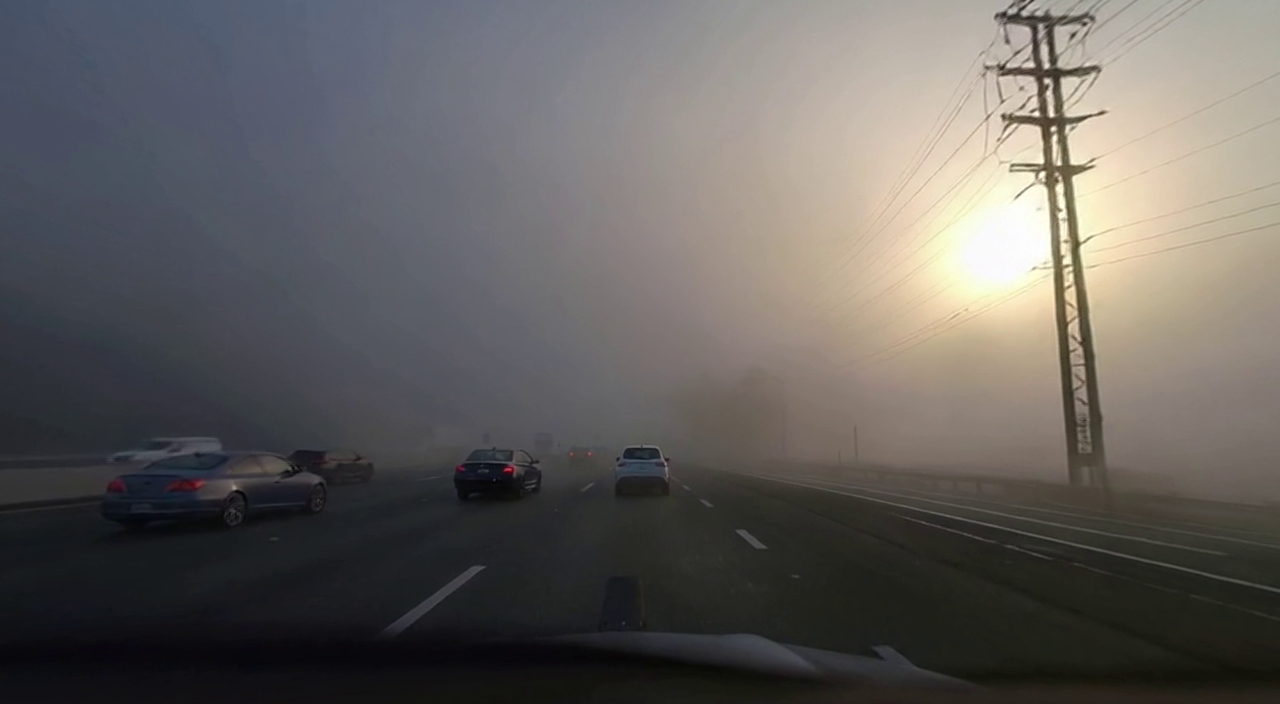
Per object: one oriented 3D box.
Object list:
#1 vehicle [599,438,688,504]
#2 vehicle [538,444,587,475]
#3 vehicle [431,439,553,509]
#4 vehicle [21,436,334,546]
[{"bbox_3d":[0.012,3.062,16.699,2.018,1.470,4.491,0,-9,-2],"label":"vehicle"},{"bbox_3d":[-3.834,5.377,31.734,2.013,1.437,3.801,0,-9,0],"label":"vehicle"},{"bbox_3d":[-3.442,2.905,15.523,1.912,1.464,4.115,0,-9,1],"label":"vehicle"},{"bbox_3d":[-7.305,2.204,10.741,1.867,1.445,4.499,0,-9,1],"label":"vehicle"}]
